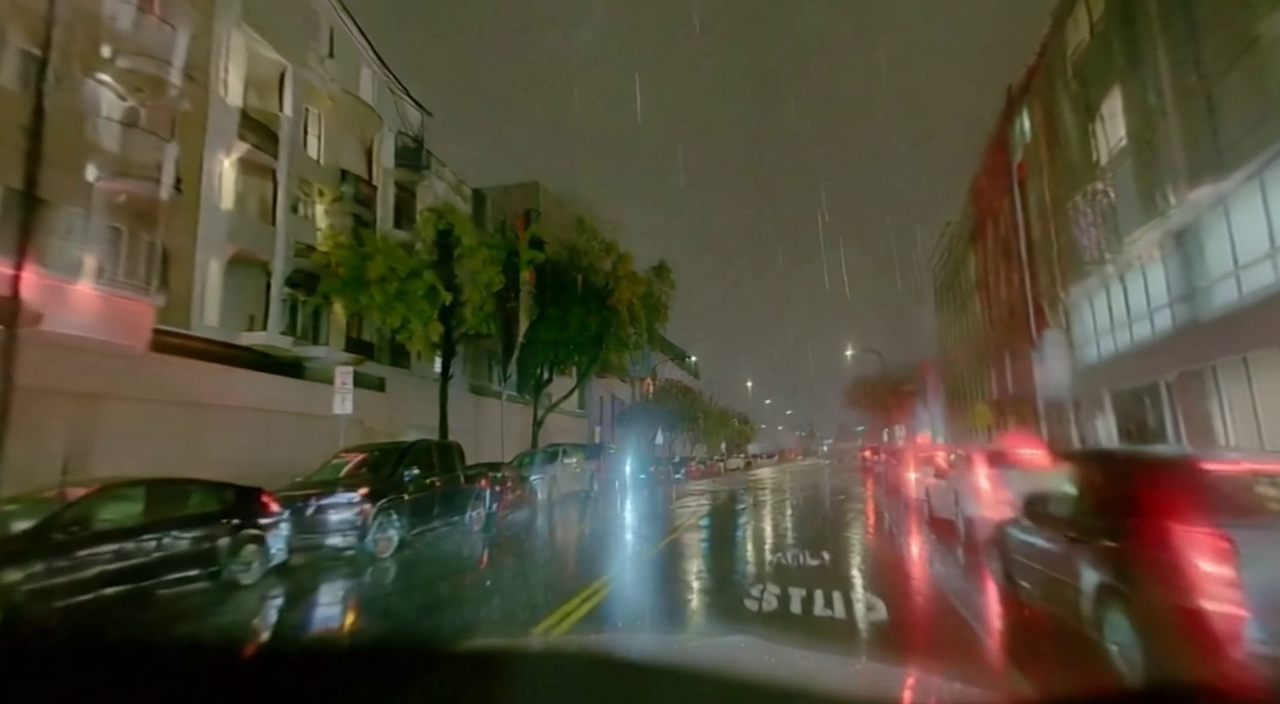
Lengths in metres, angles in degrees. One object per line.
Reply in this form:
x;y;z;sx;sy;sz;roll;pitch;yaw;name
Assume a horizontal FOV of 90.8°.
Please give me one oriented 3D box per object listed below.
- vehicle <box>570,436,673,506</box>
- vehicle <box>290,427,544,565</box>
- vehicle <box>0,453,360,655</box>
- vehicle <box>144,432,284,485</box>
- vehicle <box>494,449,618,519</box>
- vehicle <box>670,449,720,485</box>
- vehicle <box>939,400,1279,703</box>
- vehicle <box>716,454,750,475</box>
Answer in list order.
-0.534;4.434;24.305;2.260;2.136;5.669;-6;-7;15;vehicle
-4.179;2.720;13.056;2.120;2.078;5.403;-6;-7;16;vehicle
-5.831;2.178;7.803;1.933;1.461;4.393;-7;-7;16;vehicle
-15.702;3.988;23.367;4.213;1.543;2.001;-7;-14;17;vehicle
-2.293;3.773;18.706;1.960;1.765;4.343;-3;-9;17;vehicle
3.316;6.709;37.156;1.948;1.693;4.325;-5;-7;17;vehicle
3.029;1.150;3.394;1.892;1.481;4.365;-2;-9;17;vehicle
7.300;8.771;49.483;1.919;1.464;4.344;-3;-9;18;vehicle
